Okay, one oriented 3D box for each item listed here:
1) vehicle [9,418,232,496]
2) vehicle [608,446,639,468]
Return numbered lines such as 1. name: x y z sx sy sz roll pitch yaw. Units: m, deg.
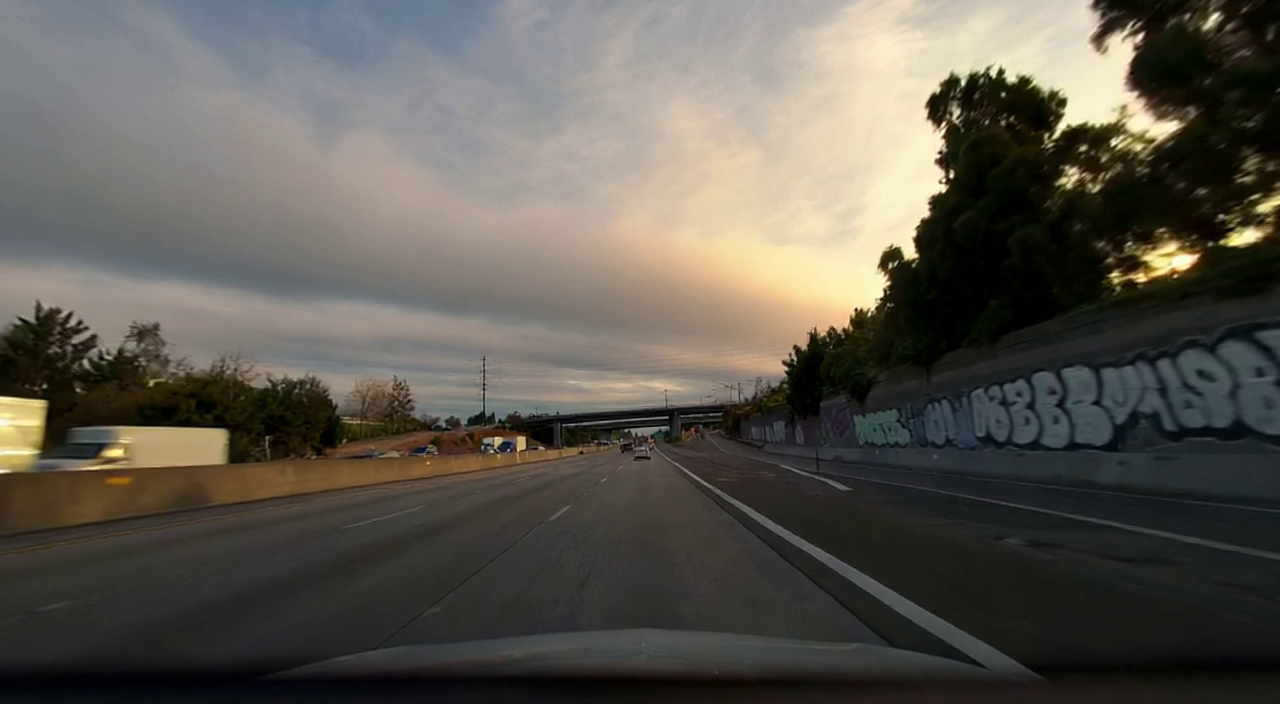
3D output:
1. vehicle: -20.217 4.165 25.297 2.870 2.654 6.958 0 -9 1
2. vehicle: -1.185 7.728 46.404 2.041 1.528 4.353 -1 -9 2
